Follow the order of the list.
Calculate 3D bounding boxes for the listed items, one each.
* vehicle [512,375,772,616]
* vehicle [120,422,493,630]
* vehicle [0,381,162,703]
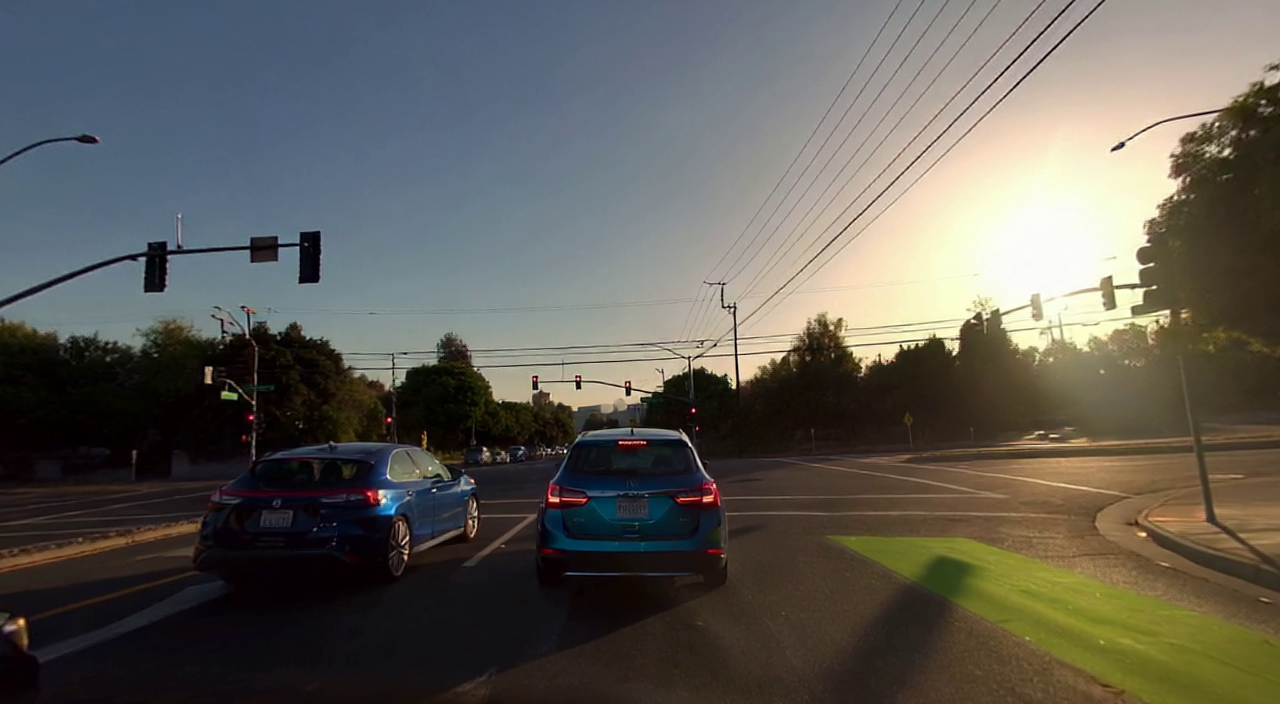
[{"bbox_3d":[-0.017,1.564,7.656,2.036,1.885,5.196,0,-10,-1],"label":"vehicle"},{"bbox_3d":[-2.927,1.609,6.657,1.726,1.506,3.840,0,-10,1],"label":"vehicle"},{"bbox_3d":[-3.475,0.591,0.451,2.138,1.488,5.327,0,-8,0],"label":"vehicle"}]
